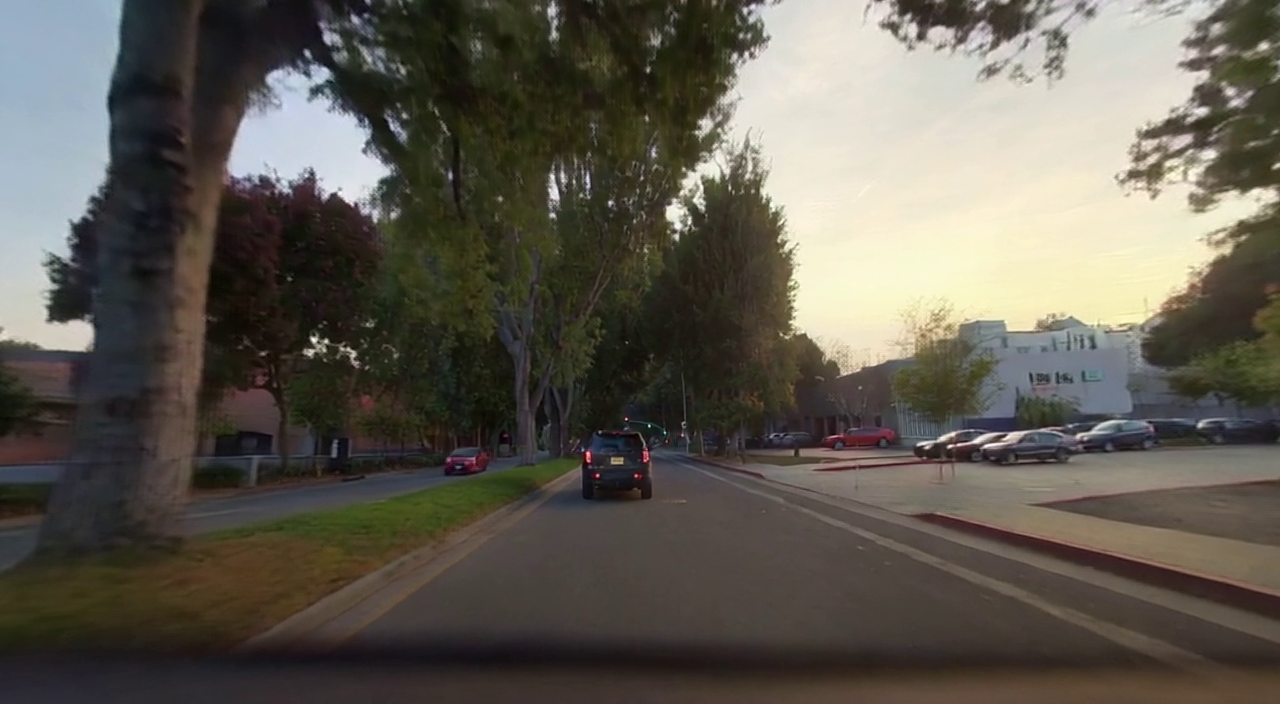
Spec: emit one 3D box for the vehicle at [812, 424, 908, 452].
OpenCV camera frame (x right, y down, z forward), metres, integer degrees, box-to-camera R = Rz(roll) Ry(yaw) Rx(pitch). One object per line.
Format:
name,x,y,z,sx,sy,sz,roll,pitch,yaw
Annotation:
vehicle,13.088,5.168,37.825,4.788,1.625,2.319,0,-8,-3

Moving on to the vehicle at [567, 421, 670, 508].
vehicle,-0.511,2.793,16.253,2.157,1.816,5.804,0,-8,-1

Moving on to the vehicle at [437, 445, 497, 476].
vehicle,-9.038,5.676,33.408,2.027,1.493,4.707,0,-8,-2

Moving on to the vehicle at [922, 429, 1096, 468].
vehicle,14.271,3.761,24.746,5.344,1.440,2.318,0,-8,2

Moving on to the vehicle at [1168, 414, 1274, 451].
vehicle,29.489,4.142,32.223,1.666,1.765,3.809,0,-8,0

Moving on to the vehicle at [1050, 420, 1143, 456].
vehicle,22.964,4.380,31.972,1.870,1.716,3.660,0,-8,0

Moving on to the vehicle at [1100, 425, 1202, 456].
vehicle,25.631,4.449,31.852,1.816,1.452,3.934,0,-8,0
